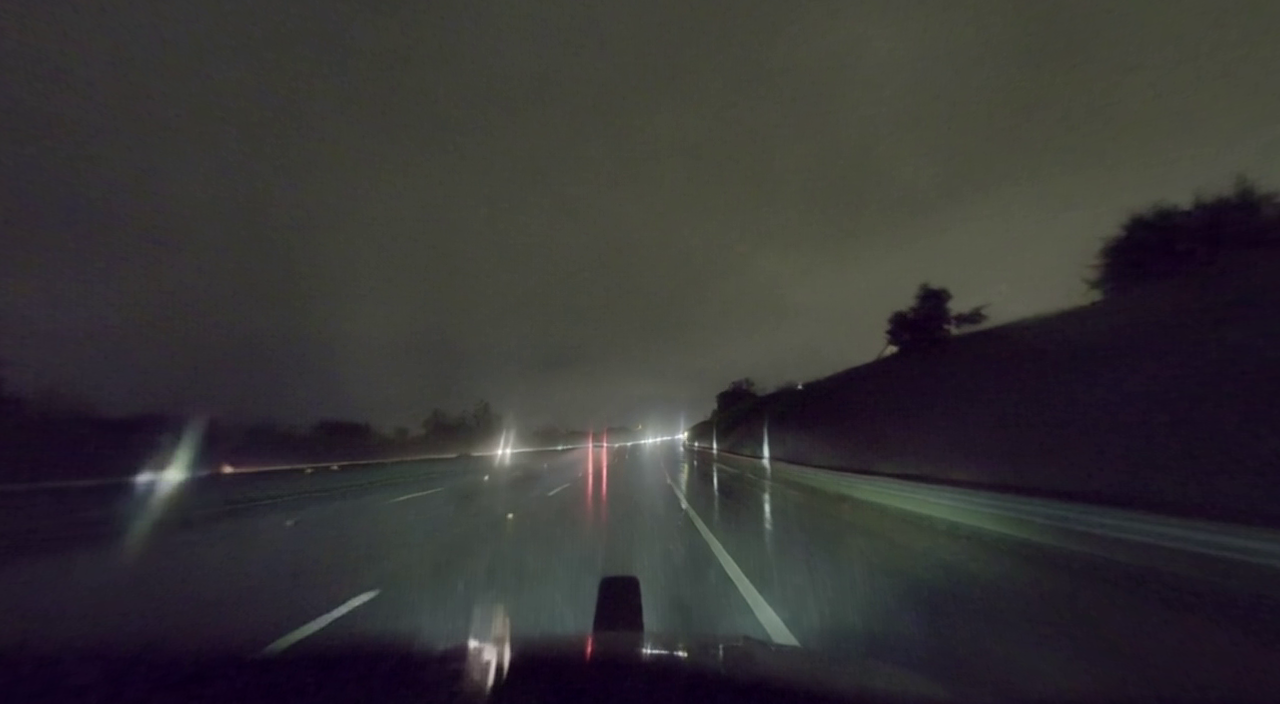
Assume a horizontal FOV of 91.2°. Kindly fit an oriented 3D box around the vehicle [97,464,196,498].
[{"bbox_3d":[-24.592,6.411,31.409,1.756,1.475,3.880,0,-9,1],"label":"vehicle"}]
